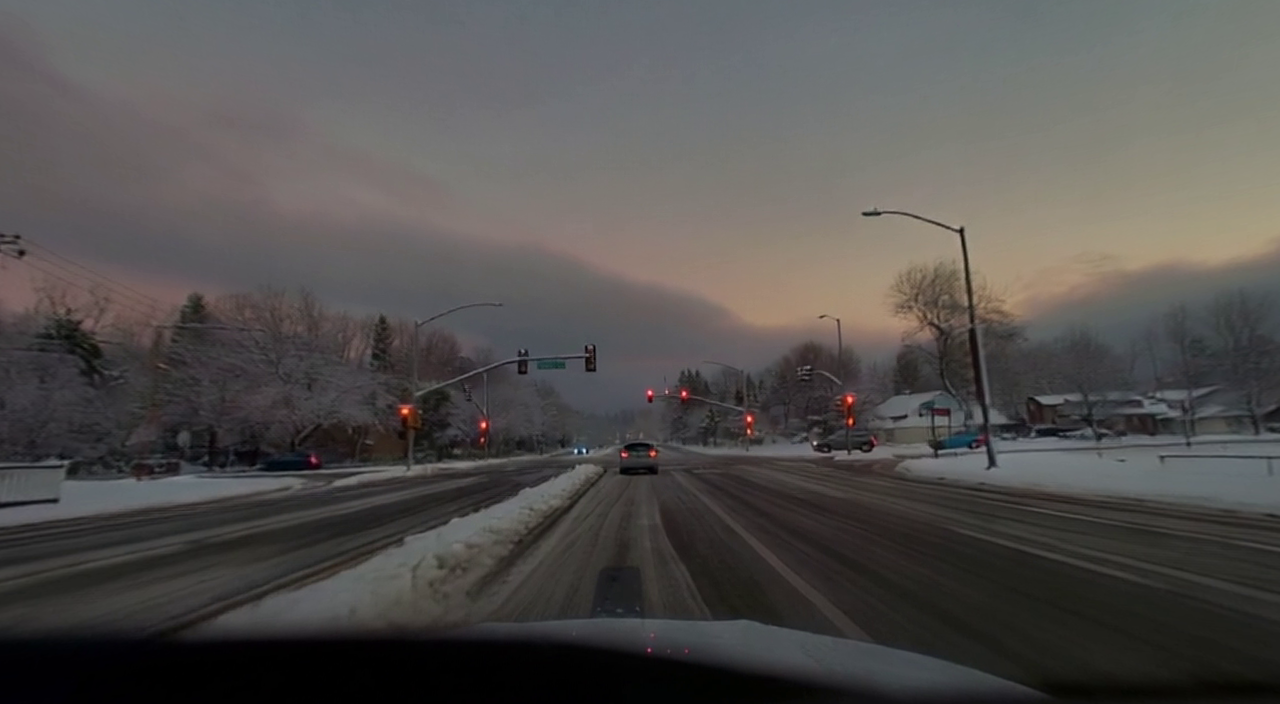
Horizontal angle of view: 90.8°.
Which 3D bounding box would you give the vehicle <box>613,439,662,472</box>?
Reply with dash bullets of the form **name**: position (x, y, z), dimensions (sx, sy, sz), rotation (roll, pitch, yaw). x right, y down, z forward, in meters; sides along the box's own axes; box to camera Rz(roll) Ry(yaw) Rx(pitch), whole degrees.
- **vehicle**: position (-0.048, 5.314, 32.531), dimensions (2.074, 1.570, 3.647), rotation (0, -9, 7)
